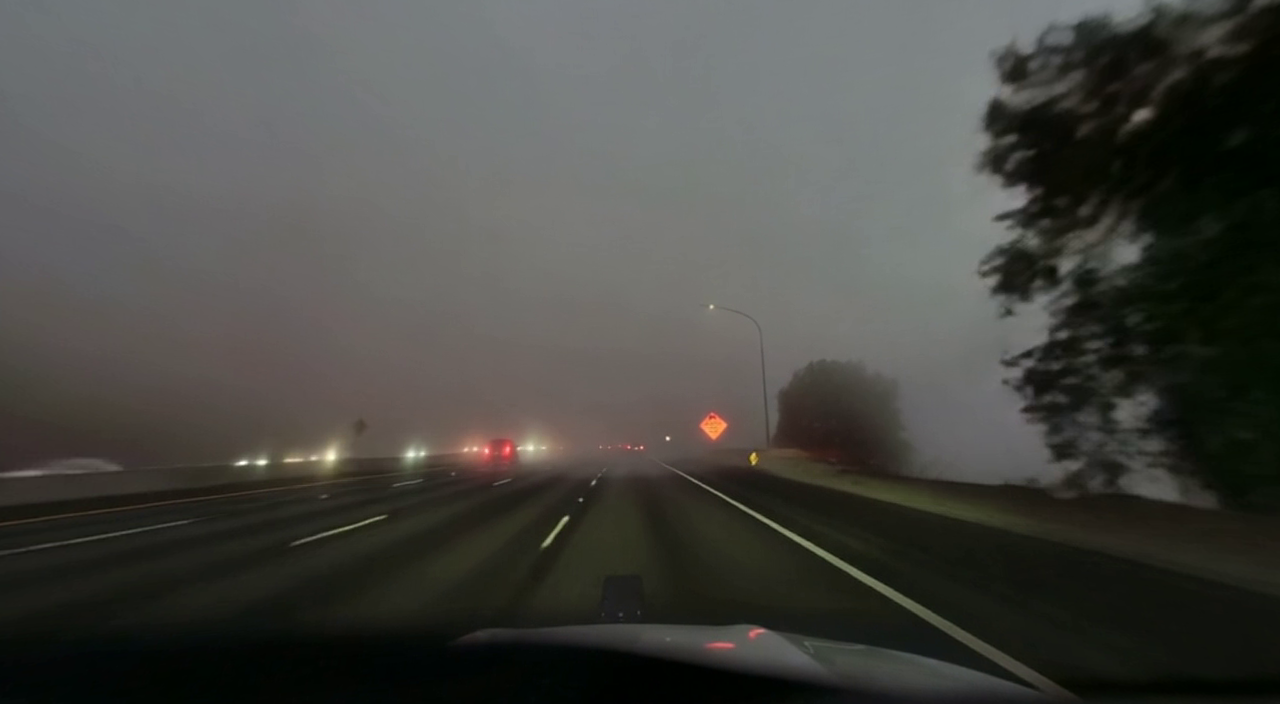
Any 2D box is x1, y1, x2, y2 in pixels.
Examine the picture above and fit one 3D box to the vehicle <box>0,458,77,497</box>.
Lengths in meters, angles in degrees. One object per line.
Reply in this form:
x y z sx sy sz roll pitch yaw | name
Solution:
-25.098 4.963 25.127 1.831 1.410 3.862 0 -9 -1 | vehicle
